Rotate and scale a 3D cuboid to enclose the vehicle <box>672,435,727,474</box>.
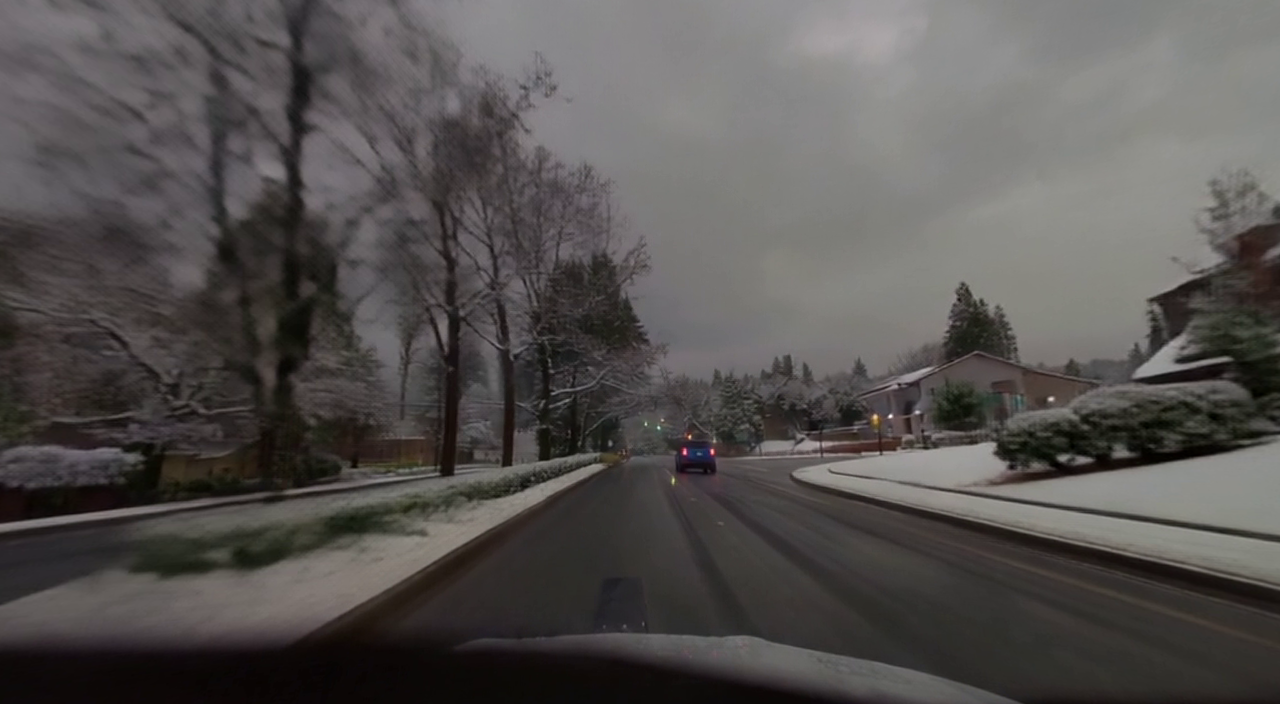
[{"bbox_3d":[2.835,5.040,31.160,2.180,1.773,4.639,0,-9,-1],"label":"vehicle"}]
